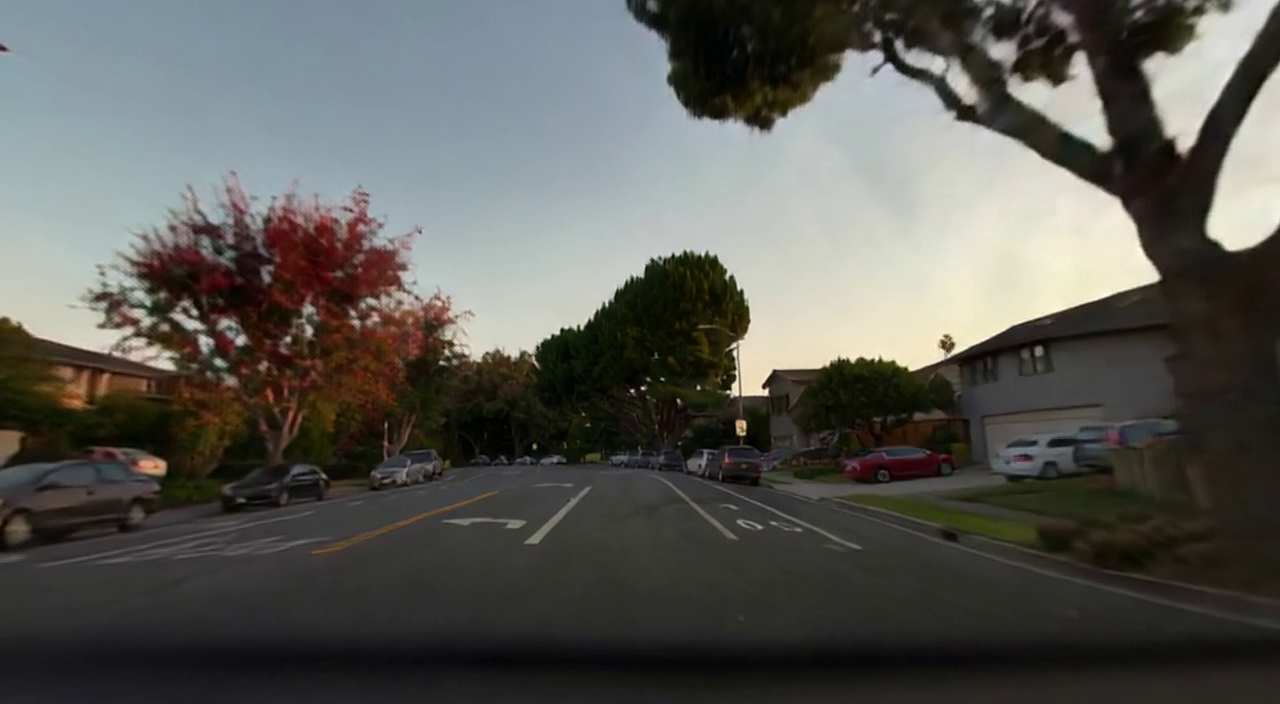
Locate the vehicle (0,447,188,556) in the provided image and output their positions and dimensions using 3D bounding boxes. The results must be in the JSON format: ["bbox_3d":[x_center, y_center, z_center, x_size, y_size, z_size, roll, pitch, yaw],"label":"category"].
[{"bbox_3d":[-11.553,2.768,12.381,2.037,1.755,4.434,1,-9,0],"label":"vehicle"}]

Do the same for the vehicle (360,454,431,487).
[{"bbox_3d":[-12.261,5.967,32.074,2.012,1.478,4.661,1,-9,-4],"label":"vehicle"}]

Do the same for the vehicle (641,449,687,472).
[{"bbox_3d":[1.751,8.216,48.202,2.367,1.614,4.463,3,-9,-14],"label":"vehicle"}]

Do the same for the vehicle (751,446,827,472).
[{"bbox_3d":[9.226,6.649,39.337,4.158,1.521,1.921,2,-9,-6],"label":"vehicle"}]

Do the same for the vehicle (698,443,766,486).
[{"bbox_3d":[4.202,5.217,29.622,2.184,1.770,4.651,2,-9,-4],"label":"vehicle"}]

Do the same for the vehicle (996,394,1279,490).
[{"bbox_3d":[12.805,2.377,15.918,6.244,2.050,2.209,-9,-13,37],"label":"vehicle"}]

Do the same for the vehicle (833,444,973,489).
[{"bbox_3d":[10.067,4.394,24.416,4.512,1.477,1.927,-2,-9,-4],"label":"vehicle"}]

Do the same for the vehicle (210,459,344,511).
[{"bbox_3d":[-11.672,4.266,20.730,1.948,1.410,4.361,1,-9,-3],"label":"vehicle"}]
